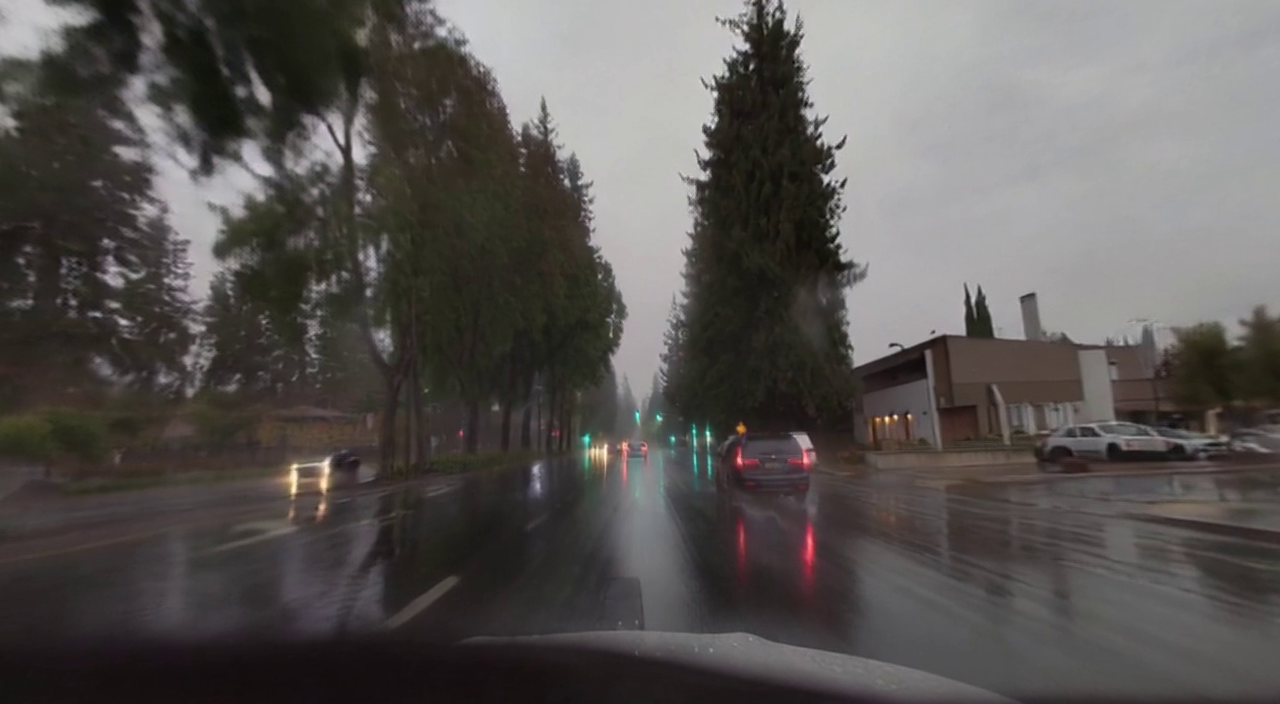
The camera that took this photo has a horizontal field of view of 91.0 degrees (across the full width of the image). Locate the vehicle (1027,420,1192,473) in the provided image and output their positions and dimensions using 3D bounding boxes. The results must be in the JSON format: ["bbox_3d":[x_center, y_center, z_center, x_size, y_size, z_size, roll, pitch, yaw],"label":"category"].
[{"bbox_3d":[17.426,3.573,23.820,2.131,1.782,5.183,0,-8,-2],"label":"vehicle"}]

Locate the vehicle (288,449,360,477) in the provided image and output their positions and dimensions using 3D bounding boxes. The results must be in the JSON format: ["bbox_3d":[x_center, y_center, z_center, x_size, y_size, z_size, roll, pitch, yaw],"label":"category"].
[{"bbox_3d":[-17.903,6.294,35.958,1.865,1.452,4.504,0,-8,-1],"label":"vehicle"}]

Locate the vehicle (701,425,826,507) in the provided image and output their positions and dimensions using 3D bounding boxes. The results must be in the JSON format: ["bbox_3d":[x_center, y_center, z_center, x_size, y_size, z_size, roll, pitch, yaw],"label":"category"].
[{"bbox_3d":[2.724,2.627,14.904,2.022,1.656,4.025,0,-8,-2],"label":"vehicle"}]
